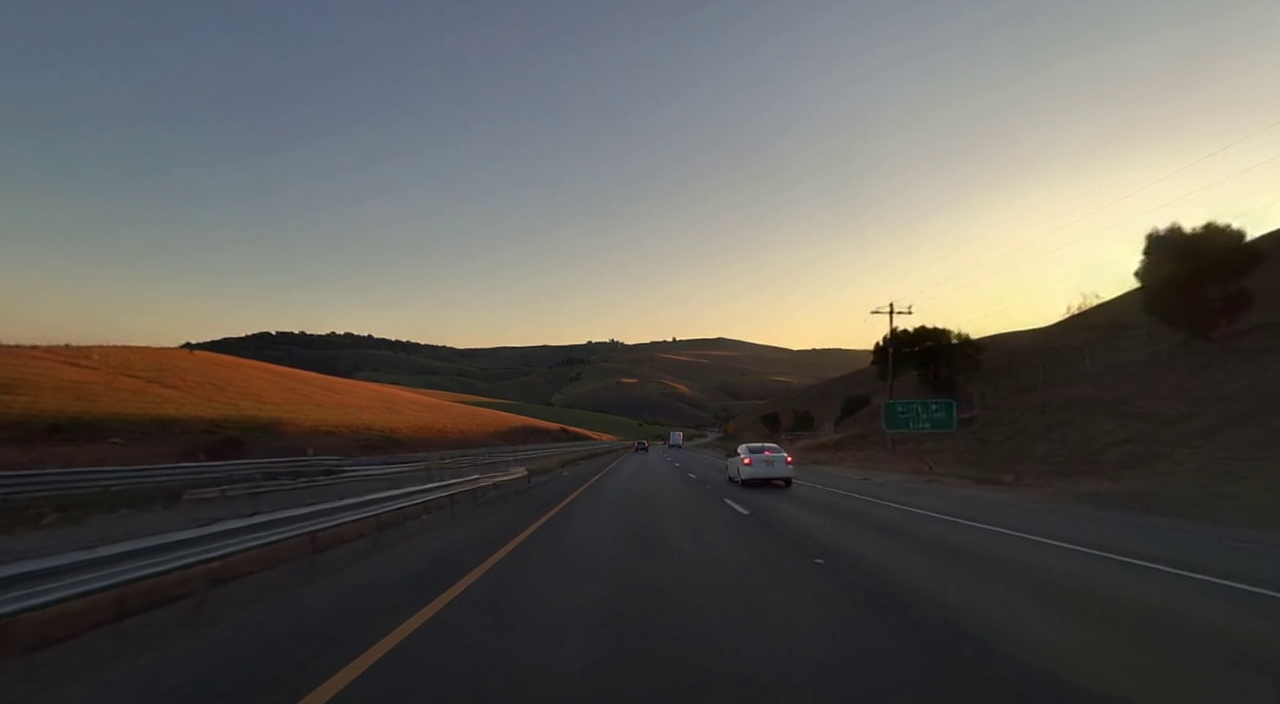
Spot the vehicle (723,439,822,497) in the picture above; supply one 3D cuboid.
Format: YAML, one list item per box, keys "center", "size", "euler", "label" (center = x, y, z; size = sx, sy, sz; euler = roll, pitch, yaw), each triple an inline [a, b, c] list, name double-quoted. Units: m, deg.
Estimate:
- center: [3.826, 3.417, 19.137]
  size: [1.960, 1.516, 4.657]
  euler: [0, -8, 0]
  label: "vehicle"
